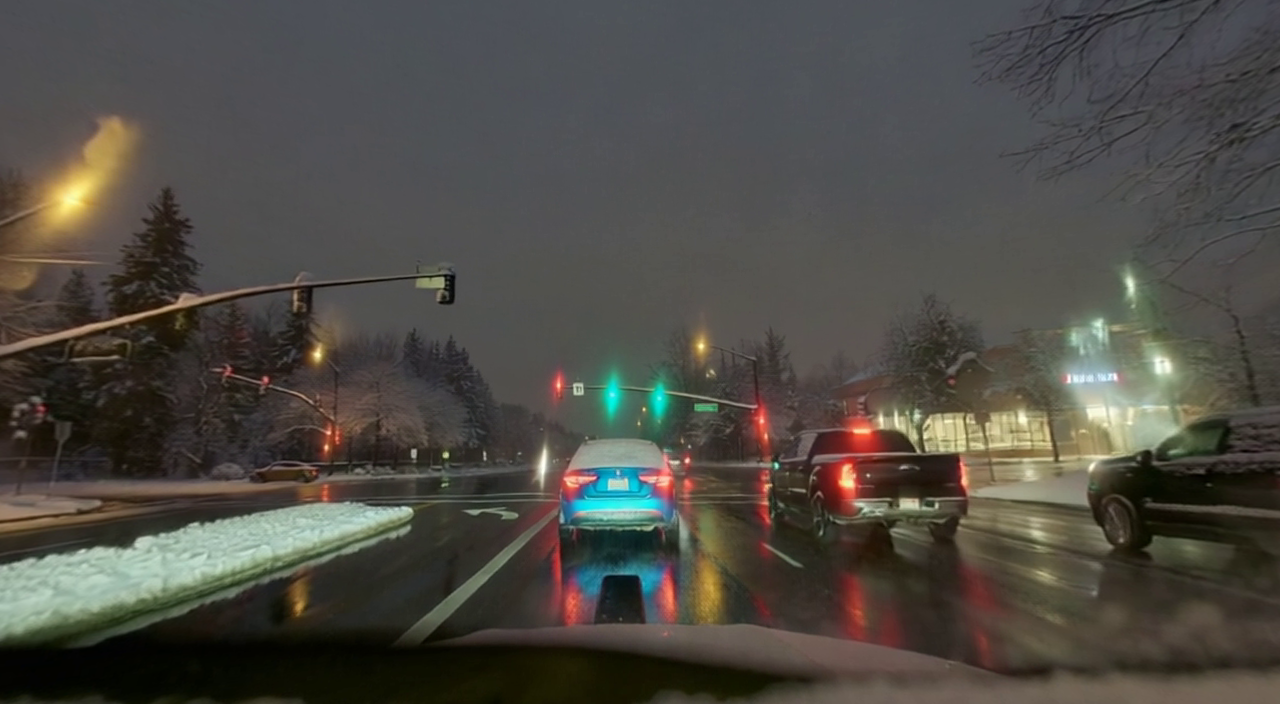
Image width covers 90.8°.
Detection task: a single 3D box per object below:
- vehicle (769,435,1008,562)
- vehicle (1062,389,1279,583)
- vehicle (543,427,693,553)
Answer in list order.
[{"bbox_3d":[3.583,2.176,10.242,1.955,1.550,4.587,0,-9,-1],"label":"vehicle"},{"bbox_3d":[7.541,1.385,6.605,2.240,1.923,5.678,0,-8,-1],"label":"vehicle"},{"bbox_3d":[-0.313,2.154,10.494,2.037,1.674,3.693,0,-8,0],"label":"vehicle"}]
